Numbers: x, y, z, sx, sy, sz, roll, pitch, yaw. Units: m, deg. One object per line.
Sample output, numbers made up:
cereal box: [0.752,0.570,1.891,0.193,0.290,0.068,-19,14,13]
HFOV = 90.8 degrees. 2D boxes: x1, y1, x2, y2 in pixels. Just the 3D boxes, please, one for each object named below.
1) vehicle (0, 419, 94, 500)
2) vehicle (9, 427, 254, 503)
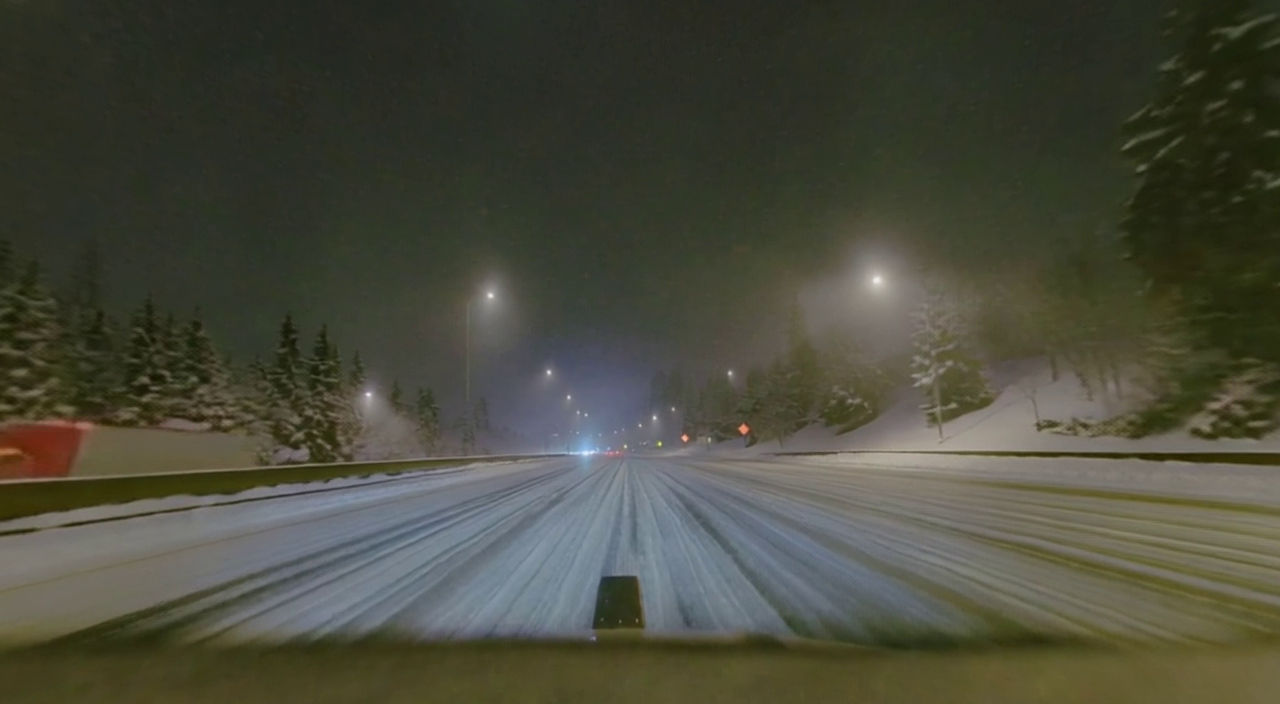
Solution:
vehicle: [-31.308,5.271,31.125,2.910,3.762,6.413,-1,-8,-1]
vehicle: [-31.550,7.114,41.182,2.846,3.937,16.382,0,-8,-1]
